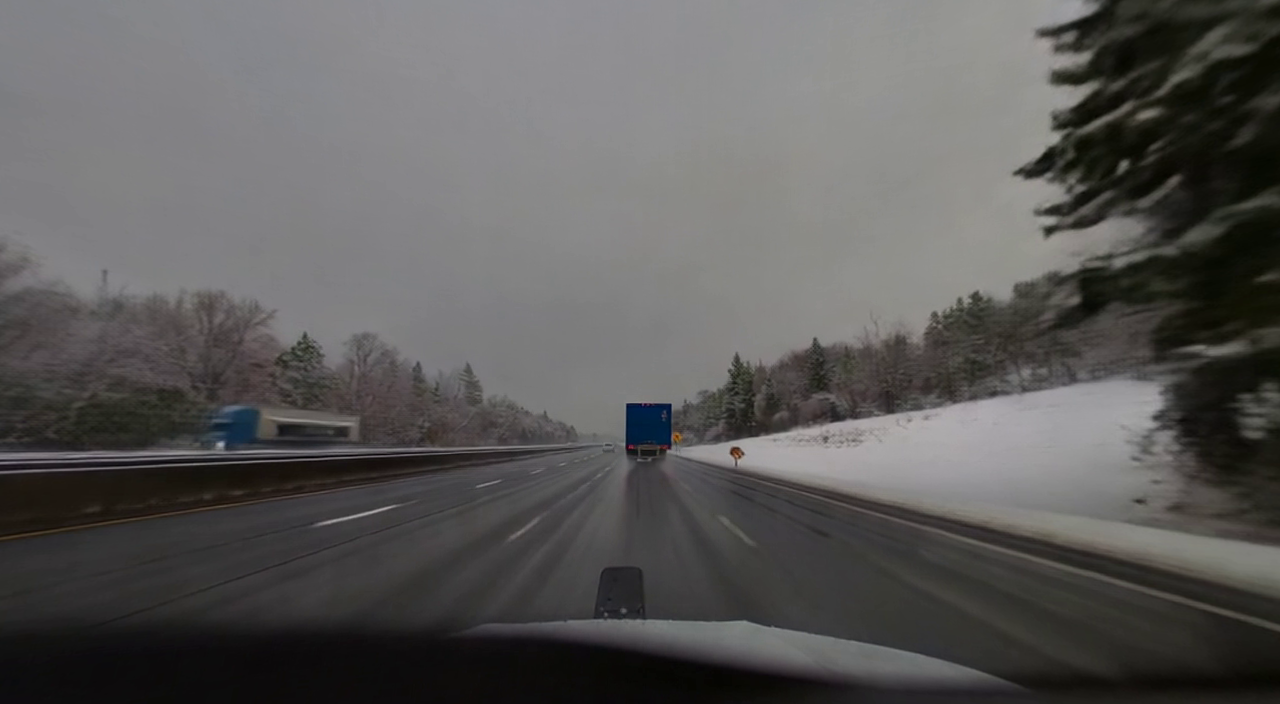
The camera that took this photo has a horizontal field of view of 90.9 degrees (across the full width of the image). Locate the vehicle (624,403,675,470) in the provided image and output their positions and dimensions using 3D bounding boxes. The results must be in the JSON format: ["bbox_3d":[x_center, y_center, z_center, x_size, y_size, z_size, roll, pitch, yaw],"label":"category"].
[{"bbox_3d":[0.415,5.927,43.466,3.055,4.009,10.972,0,-9,-2],"label":"vehicle"}]

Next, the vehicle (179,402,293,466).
[{"bbox_3d":[-23.322,4.839,36.836,2.826,3.425,5.785,0,-9,-2],"label":"vehicle"}]
